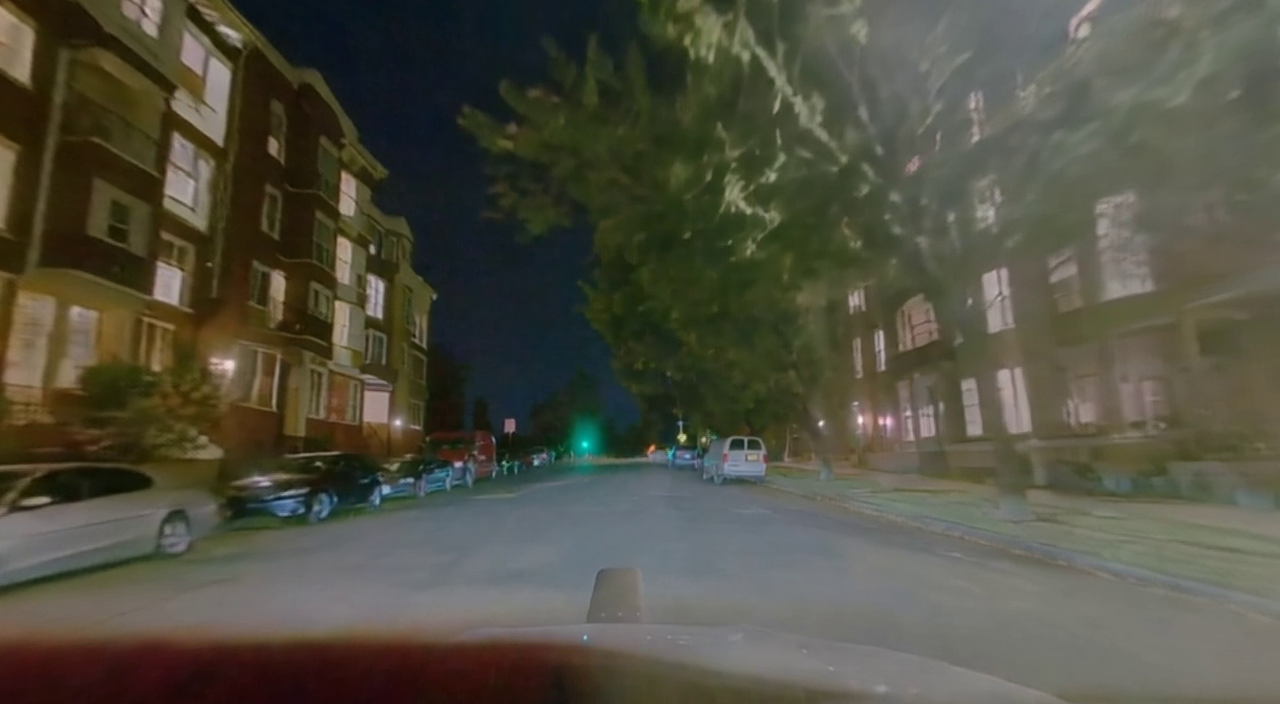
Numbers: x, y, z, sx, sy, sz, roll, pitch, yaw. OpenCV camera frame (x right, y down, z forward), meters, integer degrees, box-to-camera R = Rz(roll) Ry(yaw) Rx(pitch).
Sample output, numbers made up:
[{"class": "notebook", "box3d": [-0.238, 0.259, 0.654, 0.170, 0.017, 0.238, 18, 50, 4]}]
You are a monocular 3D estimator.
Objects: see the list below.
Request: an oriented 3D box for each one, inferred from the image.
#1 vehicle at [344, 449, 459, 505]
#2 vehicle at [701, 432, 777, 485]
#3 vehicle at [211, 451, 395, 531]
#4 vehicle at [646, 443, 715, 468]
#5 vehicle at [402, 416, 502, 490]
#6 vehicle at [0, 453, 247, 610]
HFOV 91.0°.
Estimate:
[{"class": "vehicle", "box3d": [-7.212, 3.796, 19.566, 1.953, 1.501, 4.125, -1, -9, 0]}, {"class": "vehicle", "box3d": [3.936, 4.378, 26.064, 2.216, 1.955, 4.970, 0, -9, -1]}, {"class": "vehicle", "box3d": [-7.255, 2.987, 14.126, 1.832, 1.483, 4.140, -1, -9, 0]}, {"class": "vehicle", "box3d": [2.914, 7.585, 46.228, 4.726, 1.731, 2.075, -7, -11, 38]}, {"class": "vehicle", "box3d": [-7.507, 4.216, 25.965, 2.341, 2.674, 5.753, -1, -10, 0]}, {"class": "vehicle", "box3d": [-7.084, 1.993, 7.598, 1.845, 1.475, 4.495, -1, -9, -1]}]
